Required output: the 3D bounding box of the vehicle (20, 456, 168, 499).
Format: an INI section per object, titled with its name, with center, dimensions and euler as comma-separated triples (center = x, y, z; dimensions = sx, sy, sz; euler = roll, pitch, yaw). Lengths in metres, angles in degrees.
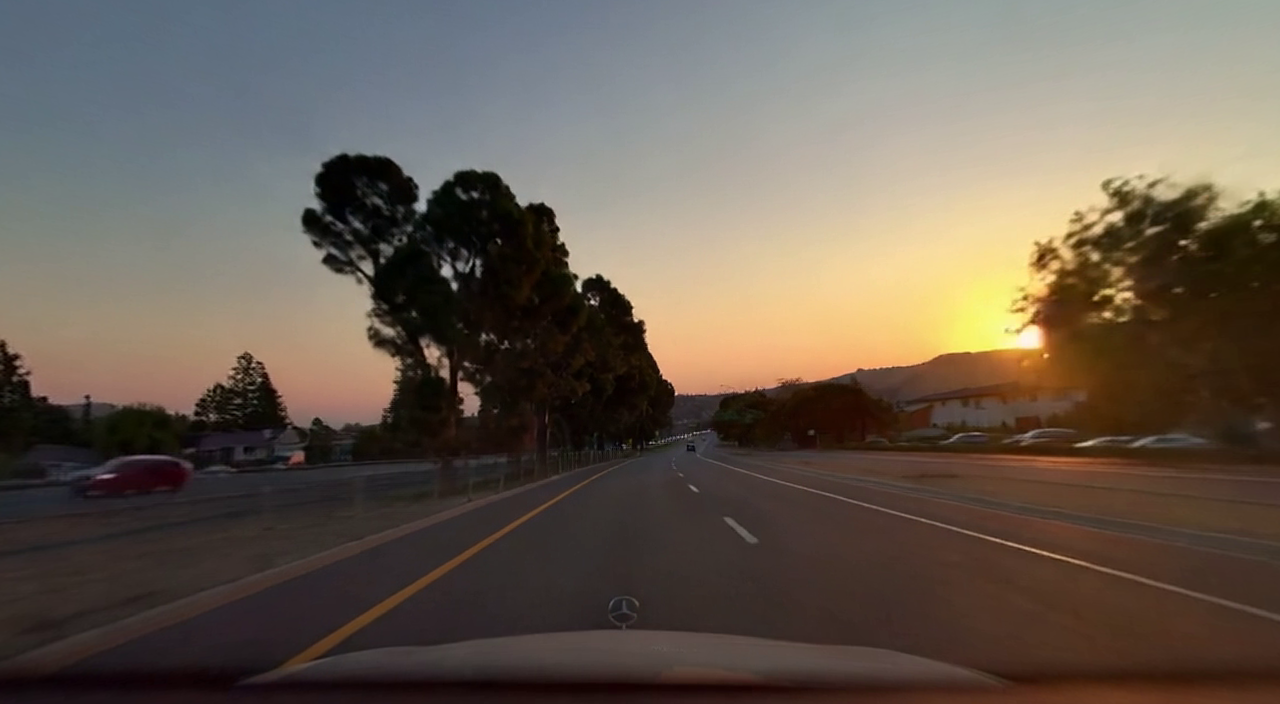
[vehicle]
center = -21.731, 4.986, 25.413
dimensions = 1.864, 1.460, 4.509
euler = -1, -8, 2
